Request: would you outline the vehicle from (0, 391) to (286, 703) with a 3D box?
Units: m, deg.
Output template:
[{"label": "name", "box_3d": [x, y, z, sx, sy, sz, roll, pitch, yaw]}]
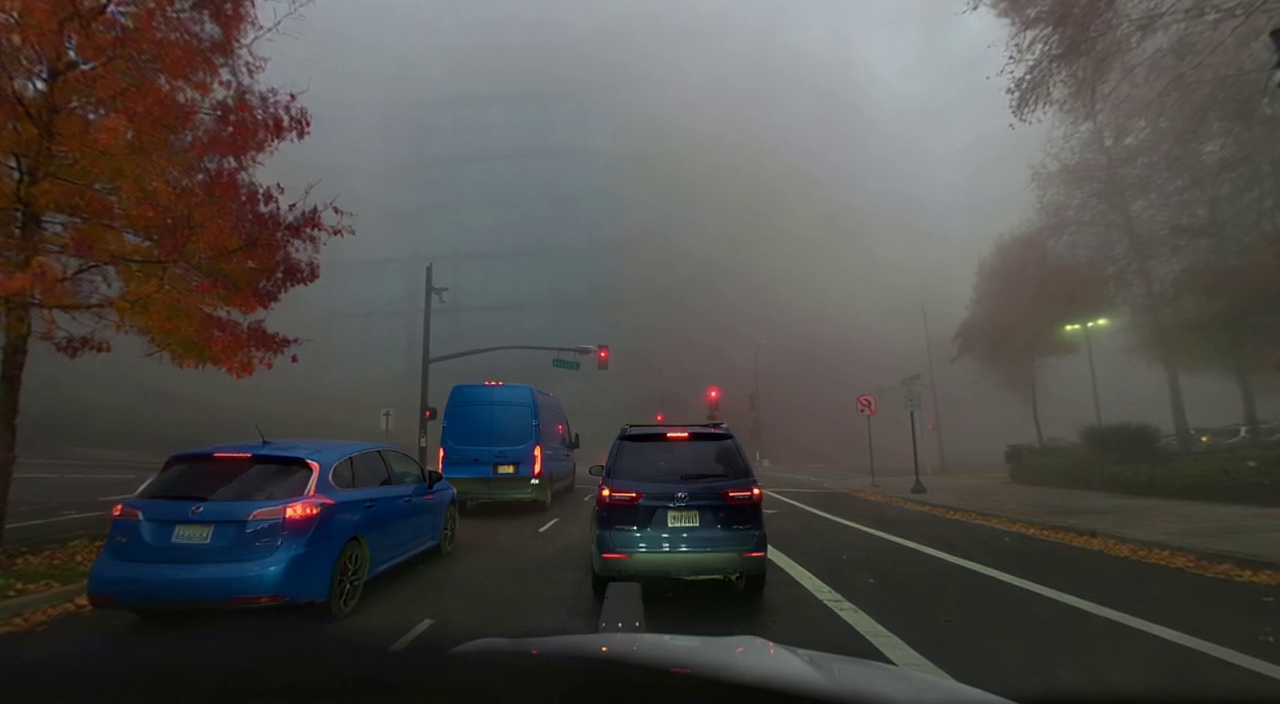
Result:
[{"label": "vehicle", "box_3d": [-2.901, 0.818, 1.525, 1.893, 1.491, 3.798, 0, -9, -1]}]

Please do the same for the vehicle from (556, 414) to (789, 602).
[{"label": "vehicle", "box_3d": [0.194, 1.602, 7.205, 1.979, 1.562, 3.630, 0, -9, -3]}]

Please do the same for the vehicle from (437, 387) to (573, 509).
[{"label": "vehicle", "box_3d": [-3.245, 2.537, 16.574, 2.343, 2.635, 5.684, 0, -9, 0]}]

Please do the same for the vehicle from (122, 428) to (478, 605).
[{"label": "vehicle", "box_3d": [-3.484, 1.754, 7.583, 1.955, 1.499, 4.223, 0, -9, 0]}]
